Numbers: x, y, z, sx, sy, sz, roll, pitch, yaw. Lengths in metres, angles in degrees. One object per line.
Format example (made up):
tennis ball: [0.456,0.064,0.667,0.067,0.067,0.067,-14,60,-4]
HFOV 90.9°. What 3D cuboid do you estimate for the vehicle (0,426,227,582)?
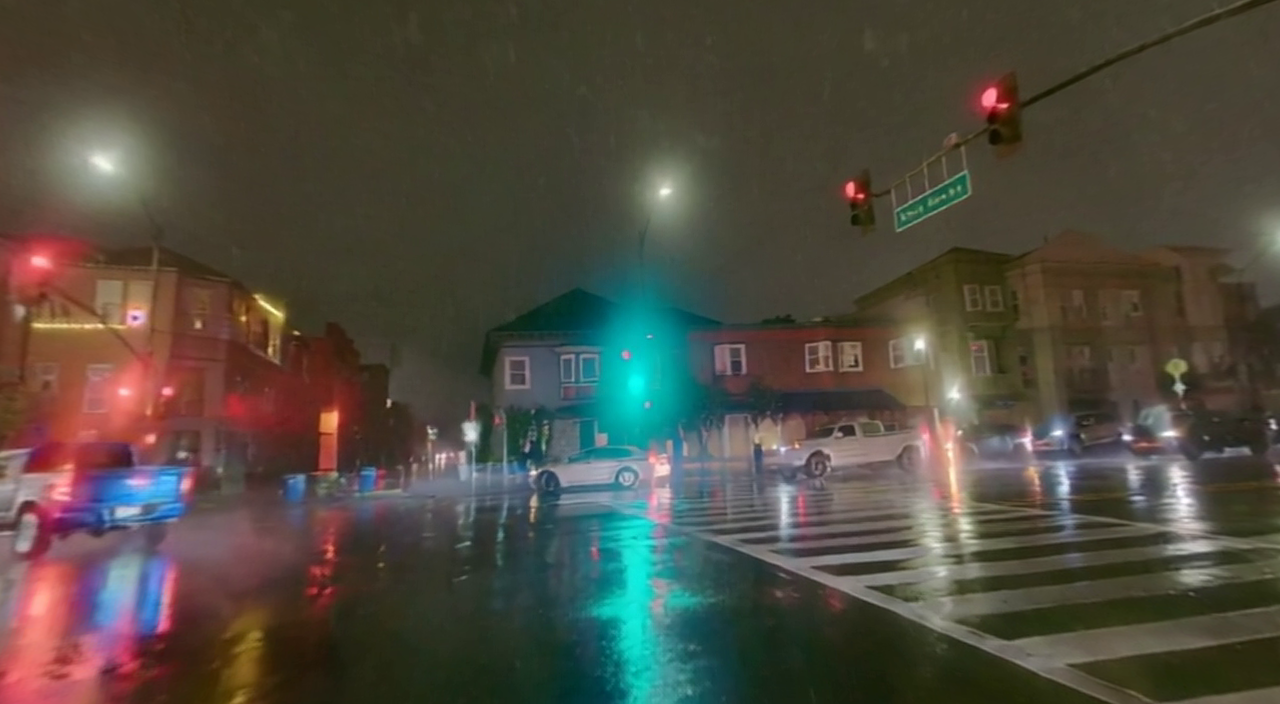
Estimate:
vehicle: [-10.055,2.347,10.704,5.534,2.020,2.477,-4,-9,26]

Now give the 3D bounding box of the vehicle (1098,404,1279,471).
vehicle: [14.457,2.200,16.210,4.390,1.552,1.925,2,-9,-16]

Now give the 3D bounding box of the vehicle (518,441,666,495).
vehicle: [-1.592,3.657,20.218,4.515,1.583,1.920,1,-8,-10]

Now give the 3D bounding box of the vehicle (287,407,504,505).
vehicle: [-7.712,3.364,20.760,6.182,2.913,2.526,1,-8,-11]

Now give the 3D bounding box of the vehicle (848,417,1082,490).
vehicle: [7.398,2.292,14.485,4.600,1.506,1.878,2,-8,-15]
